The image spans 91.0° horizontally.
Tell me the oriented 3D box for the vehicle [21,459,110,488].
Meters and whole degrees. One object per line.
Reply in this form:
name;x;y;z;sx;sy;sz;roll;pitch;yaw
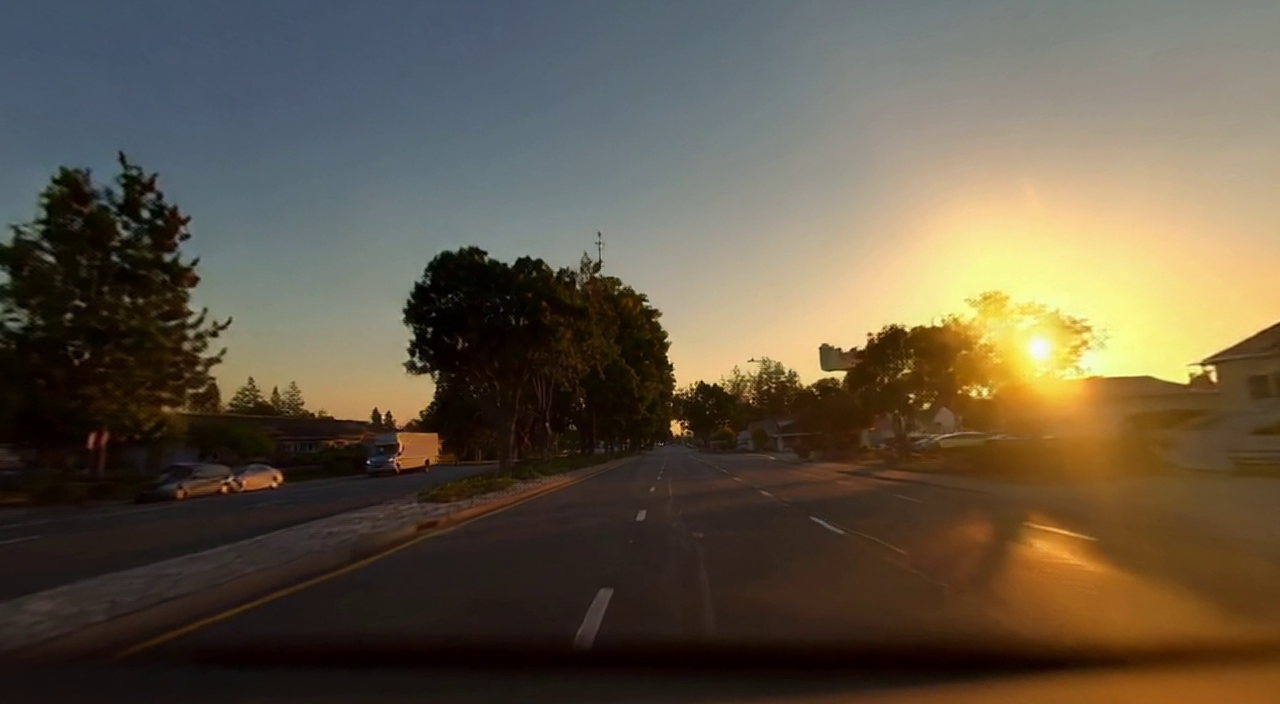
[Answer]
vehicle;-32.138;6.794;35.310;1.548;1.426;3.591;-3;-10;1

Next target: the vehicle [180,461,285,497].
vehicle;-19.547;6.081;30.452;1.820;1.459;4.559;0;-8;3

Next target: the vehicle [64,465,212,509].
vehicle;-19.776;5.314;25.113;1.929;1.393;4.611;0;-8;4
